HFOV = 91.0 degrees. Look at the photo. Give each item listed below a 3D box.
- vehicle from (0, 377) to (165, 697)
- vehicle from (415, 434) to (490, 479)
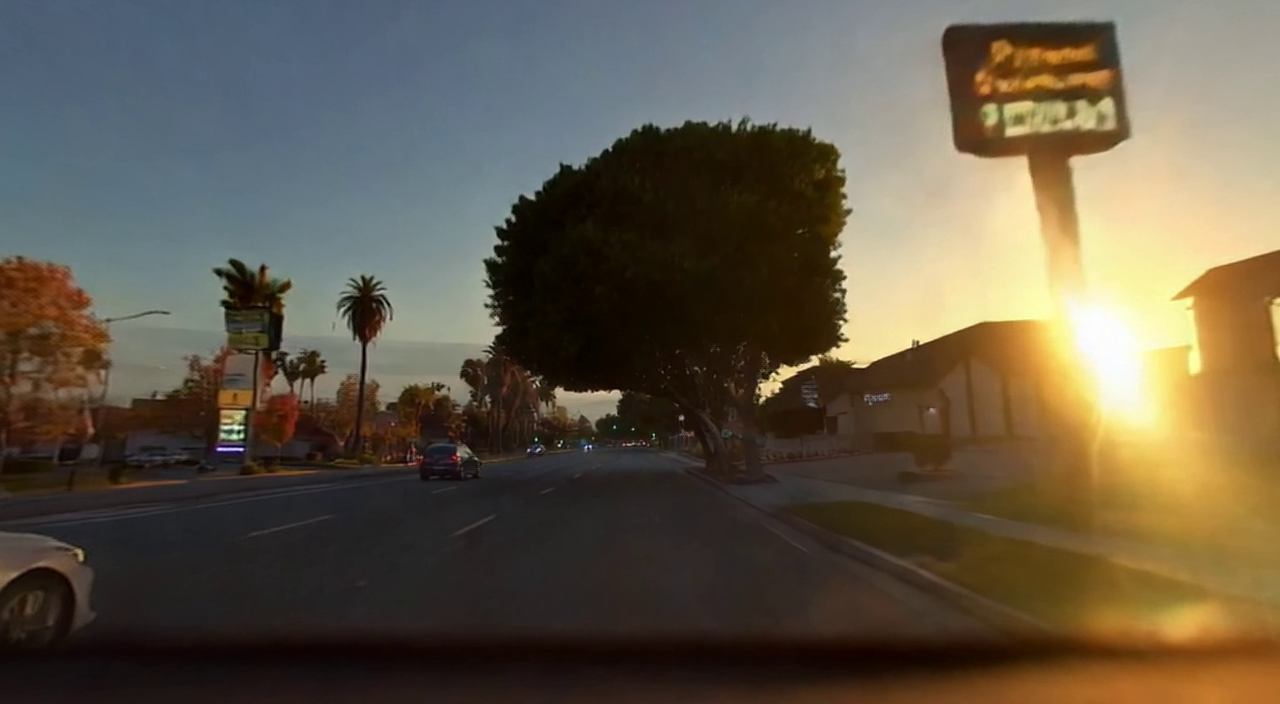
[{"bbox_3d":[-4.370,0.814,2.268,2.041,1.666,4.182,1,-8,-1],"label":"vehicle"},{"bbox_3d":[-8.296,4.679,28.339,2.136,1.844,4.363,1,-8,-2],"label":"vehicle"}]
